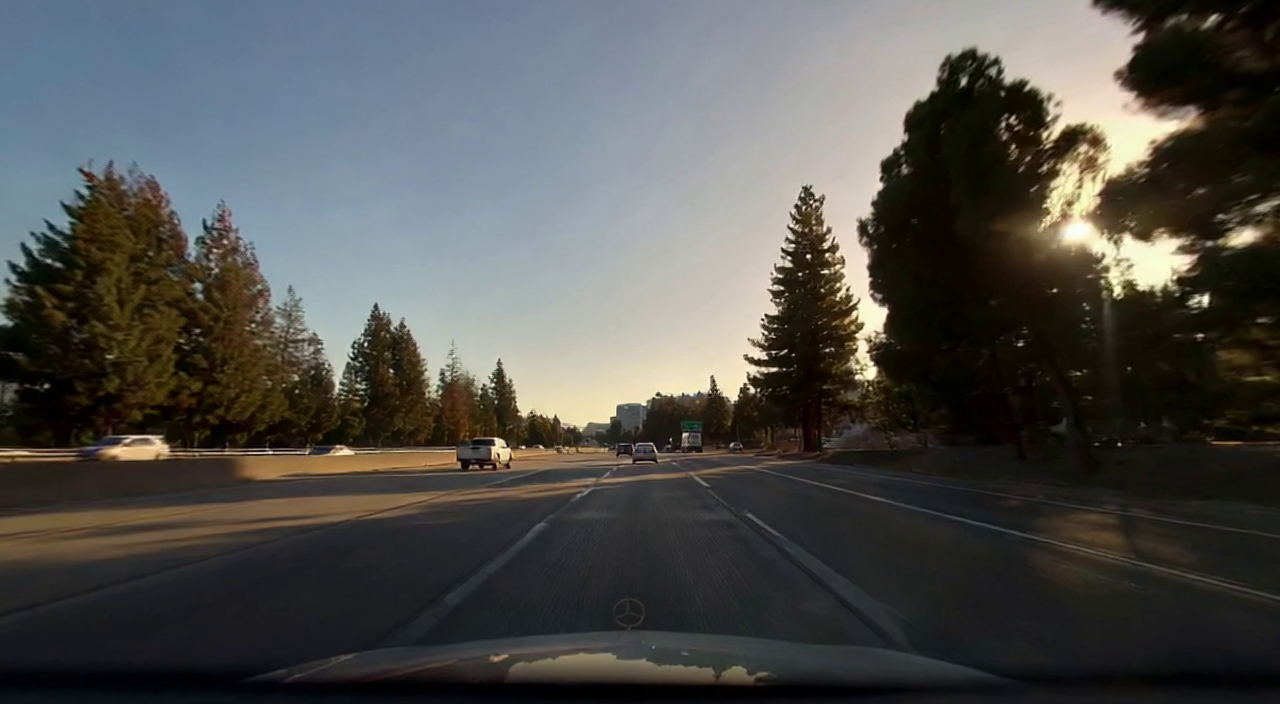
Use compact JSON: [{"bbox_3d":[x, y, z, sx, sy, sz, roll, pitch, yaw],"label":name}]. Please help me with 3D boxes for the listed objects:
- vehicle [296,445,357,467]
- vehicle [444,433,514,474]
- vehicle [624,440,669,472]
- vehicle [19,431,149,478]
[{"bbox_3d":[-21.618,7.153,43.653,1.850,1.444,4.446,0,-8,1],"label":"vehicle"},{"bbox_3d":[-7.535,4.777,29.972,2.093,1.789,4.399,0,-8,1],"label":"vehicle"},{"bbox_3d":[0.292,5.200,31.852,2.112,1.482,4.082,0,-8,0],"label":"vehicle"},{"bbox_3d":[-29.290,5.395,33.491,2.171,2.237,5.038,0,-8,1],"label":"vehicle"}]
